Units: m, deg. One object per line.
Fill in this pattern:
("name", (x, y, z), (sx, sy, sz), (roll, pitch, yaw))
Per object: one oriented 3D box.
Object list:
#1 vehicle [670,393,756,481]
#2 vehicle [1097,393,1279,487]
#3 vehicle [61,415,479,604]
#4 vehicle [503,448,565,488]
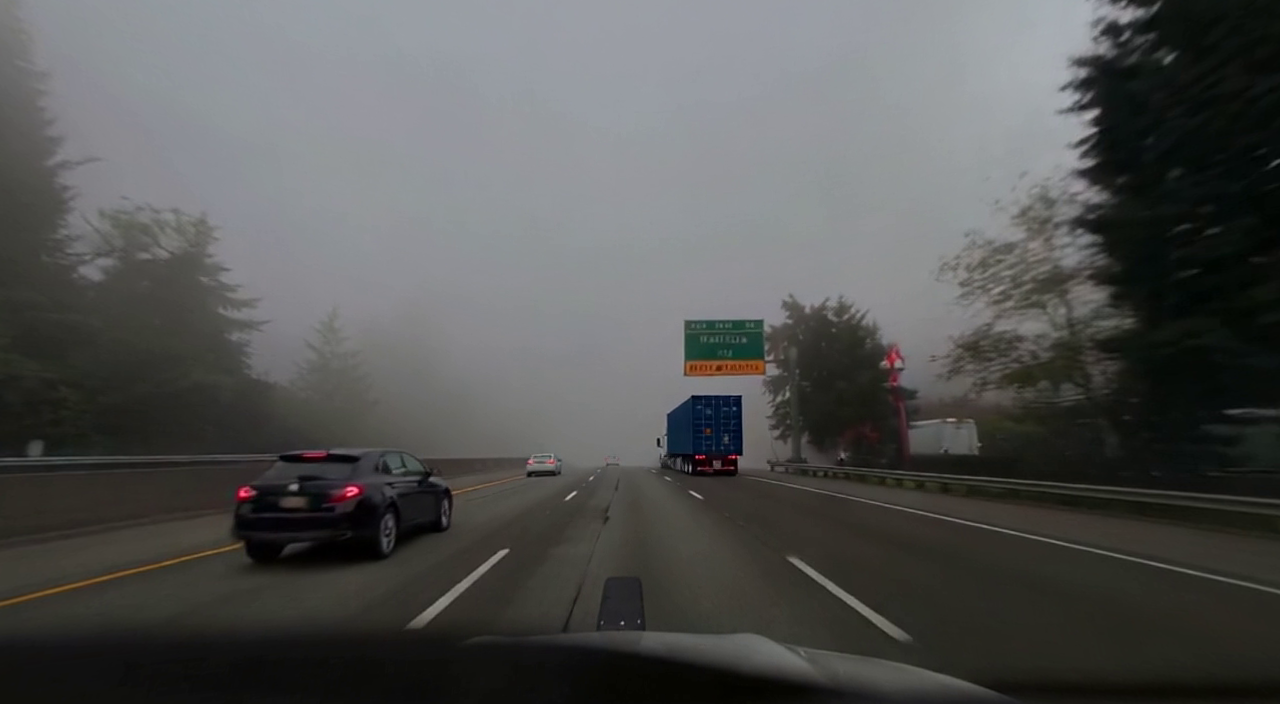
("vehicle", (3.683, 4.925, 35.561), (2.821, 4.046, 12.876), (0, -9, -2))
("vehicle", (28.857, 4.132, 29.409), (2.986, 4.013, 13.935), (1, -9, -8))
("vehicle", (-3.954, 1.803, 8.222), (2.370, 1.647, 5.091), (0, -9, 0))
("vehicle", (-4.415, 4.895, 26.880), (2.063, 1.532, 3.763), (0, -9, -1))
